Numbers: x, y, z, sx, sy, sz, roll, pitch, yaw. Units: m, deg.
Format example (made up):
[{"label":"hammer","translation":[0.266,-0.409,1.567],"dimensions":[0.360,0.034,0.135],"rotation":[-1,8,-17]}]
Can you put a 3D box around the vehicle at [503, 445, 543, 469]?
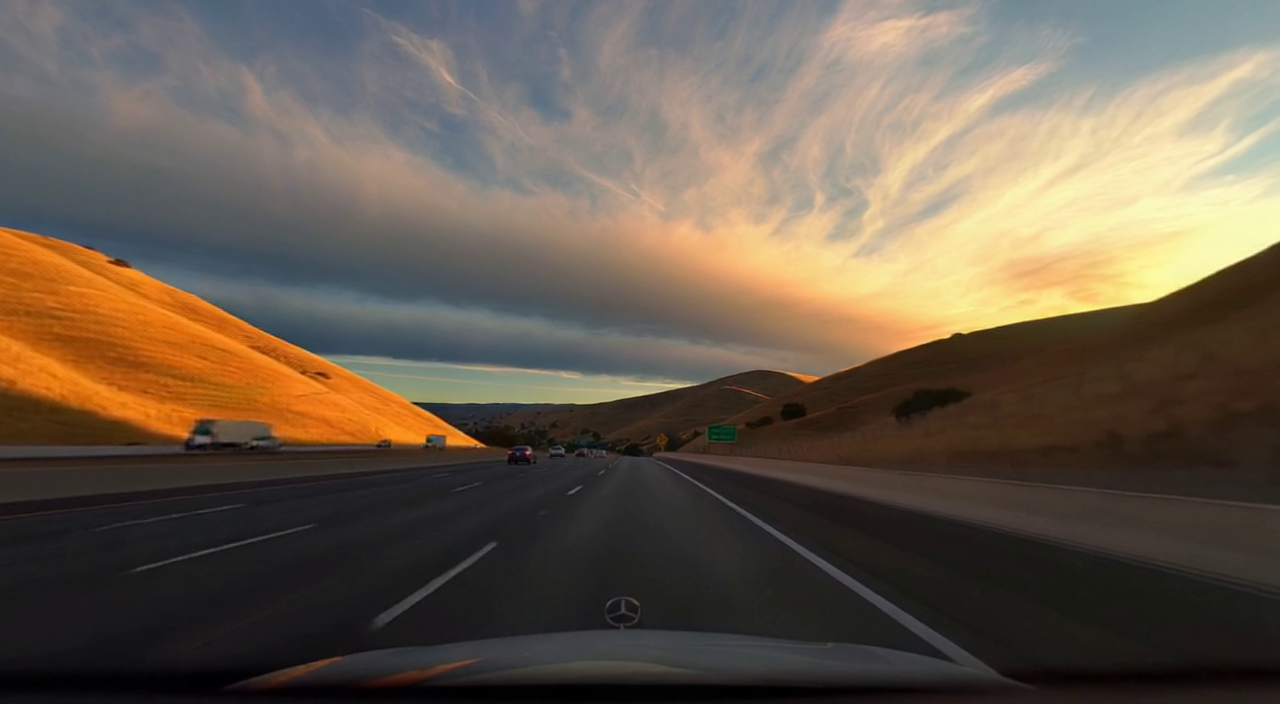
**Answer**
[{"label":"vehicle","translation":[-8.239,7.432,44.753],"dimensions":[2.045,1.624,4.338],"rotation":[0,-9,-1]}]
